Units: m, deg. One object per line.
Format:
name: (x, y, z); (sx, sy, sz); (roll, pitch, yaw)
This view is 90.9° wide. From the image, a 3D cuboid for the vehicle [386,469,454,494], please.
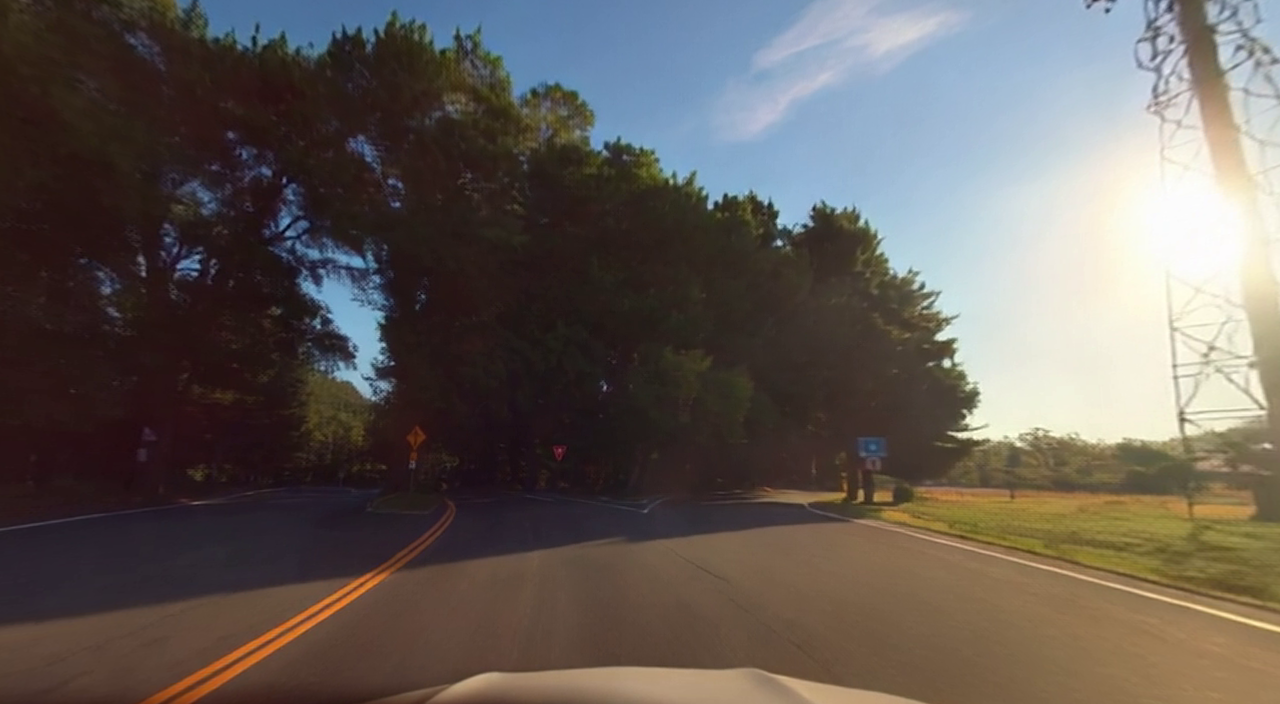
vehicle: (-15.034, 8.855, 43.268); (1.889, 1.583, 3.992); (-6, -13, 32)
